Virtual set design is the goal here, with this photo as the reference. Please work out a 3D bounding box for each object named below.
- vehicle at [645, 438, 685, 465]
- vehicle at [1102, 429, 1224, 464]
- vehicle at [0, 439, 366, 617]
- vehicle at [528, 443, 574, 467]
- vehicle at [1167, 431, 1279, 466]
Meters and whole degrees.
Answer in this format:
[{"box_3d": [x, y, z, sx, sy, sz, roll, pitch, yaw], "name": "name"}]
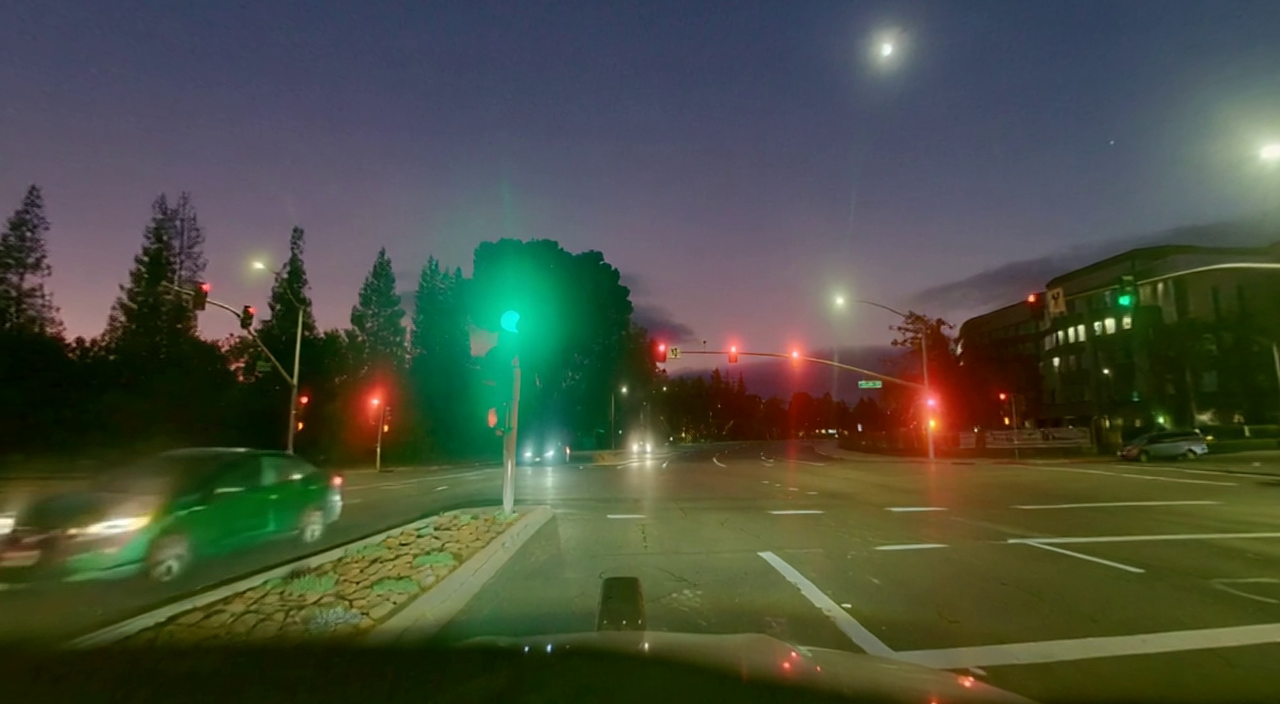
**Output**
[{"box_3d": [1.753, 6.773, 43.257, 2.197, 1.739, 4.177, -2, -8, 10], "name": "vehicle"}, {"box_3d": [25.930, 4.678, 31.344, 4.441, 1.674, 2.035, 1, -8, -8], "name": "vehicle"}, {"box_3d": [-5.427, 1.821, 7.673, 2.016, 1.474, 4.634, 0, -8, 1], "name": "vehicle"}, {"box_3d": [-5.716, 6.638, 40.832, 1.877, 1.481, 3.853, -2, -8, 9], "name": "vehicle"}, {"box_3d": [26.314, 4.243, 27.869, 4.644, 1.470, 1.922, 1, -8, -10], "name": "vehicle"}]
